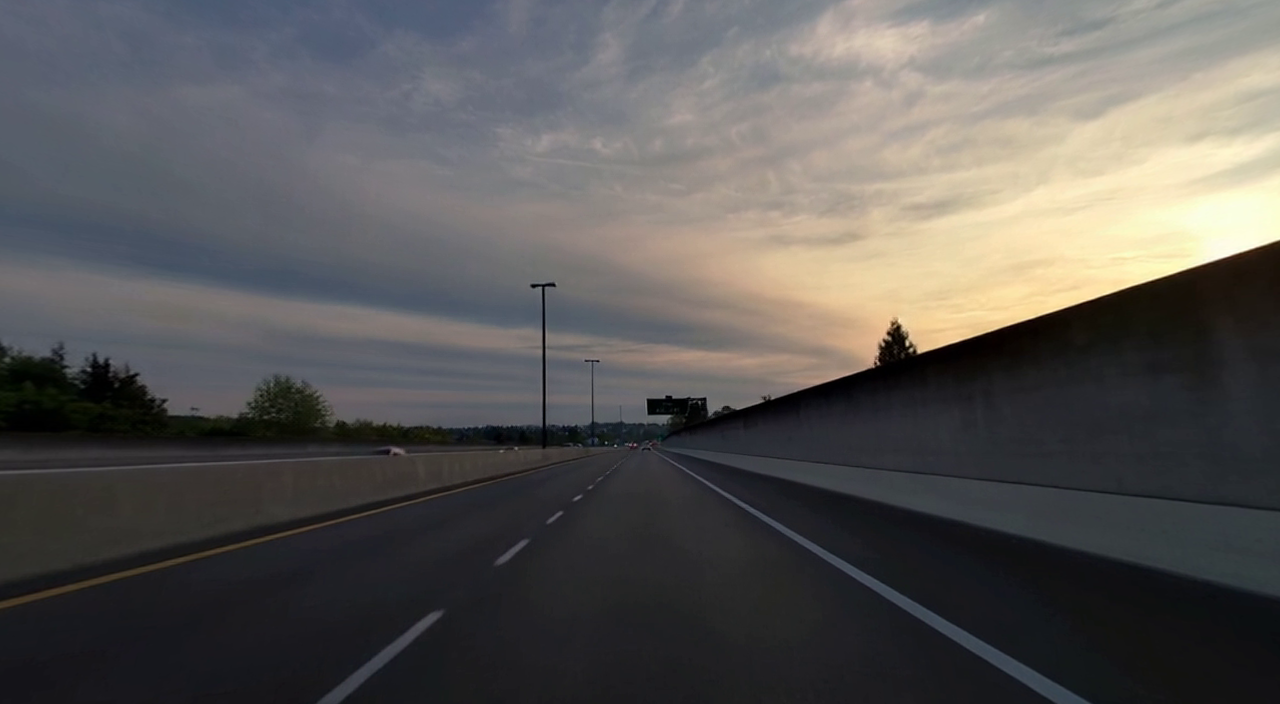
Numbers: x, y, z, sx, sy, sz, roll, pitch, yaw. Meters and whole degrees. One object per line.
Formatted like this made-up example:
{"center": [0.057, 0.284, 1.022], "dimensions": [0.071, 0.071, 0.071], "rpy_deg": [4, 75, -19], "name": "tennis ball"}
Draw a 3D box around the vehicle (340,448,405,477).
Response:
{"center": [-15.375, 6.334, 36.354], "dimensions": [1.830, 1.492, 4.277], "rpy_deg": [0, -8, 1], "name": "vehicle"}
